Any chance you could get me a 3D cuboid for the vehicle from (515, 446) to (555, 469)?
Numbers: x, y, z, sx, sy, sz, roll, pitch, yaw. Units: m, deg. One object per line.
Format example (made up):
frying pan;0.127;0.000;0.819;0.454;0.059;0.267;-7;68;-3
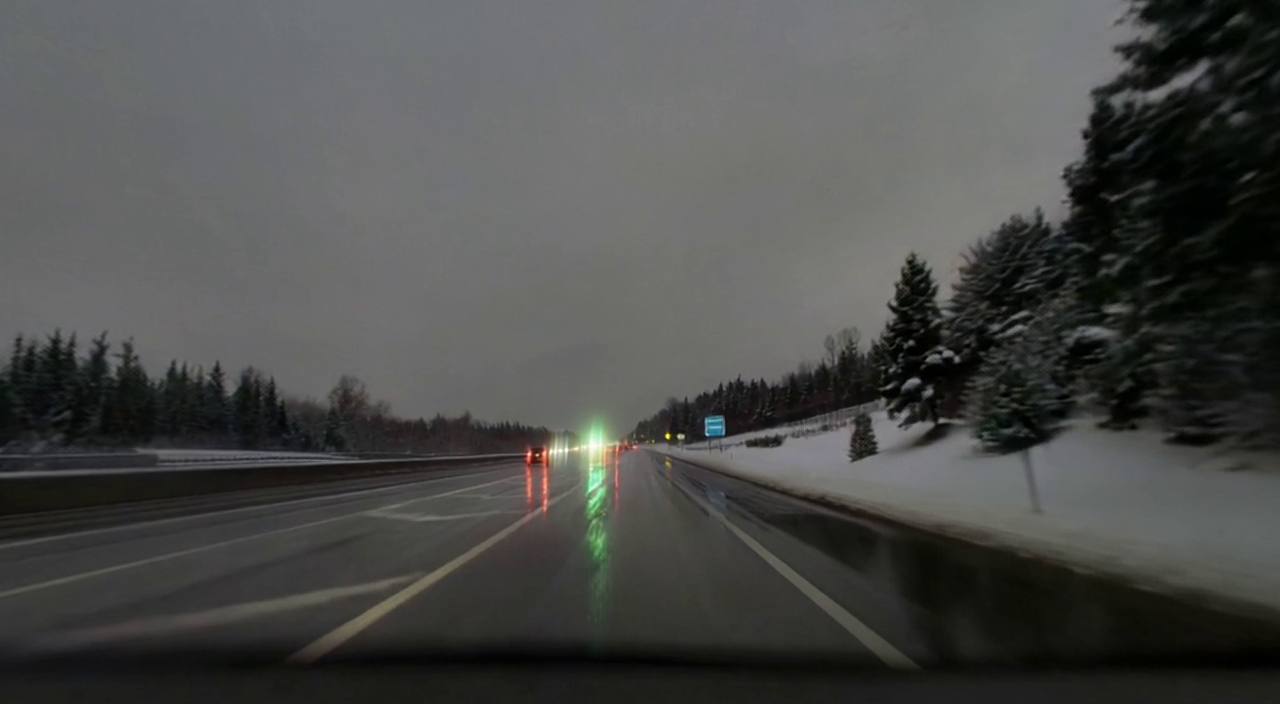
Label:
vehicle;-7.494;7.602;45.541;2.098;1.606;4.227;0;-9;1
